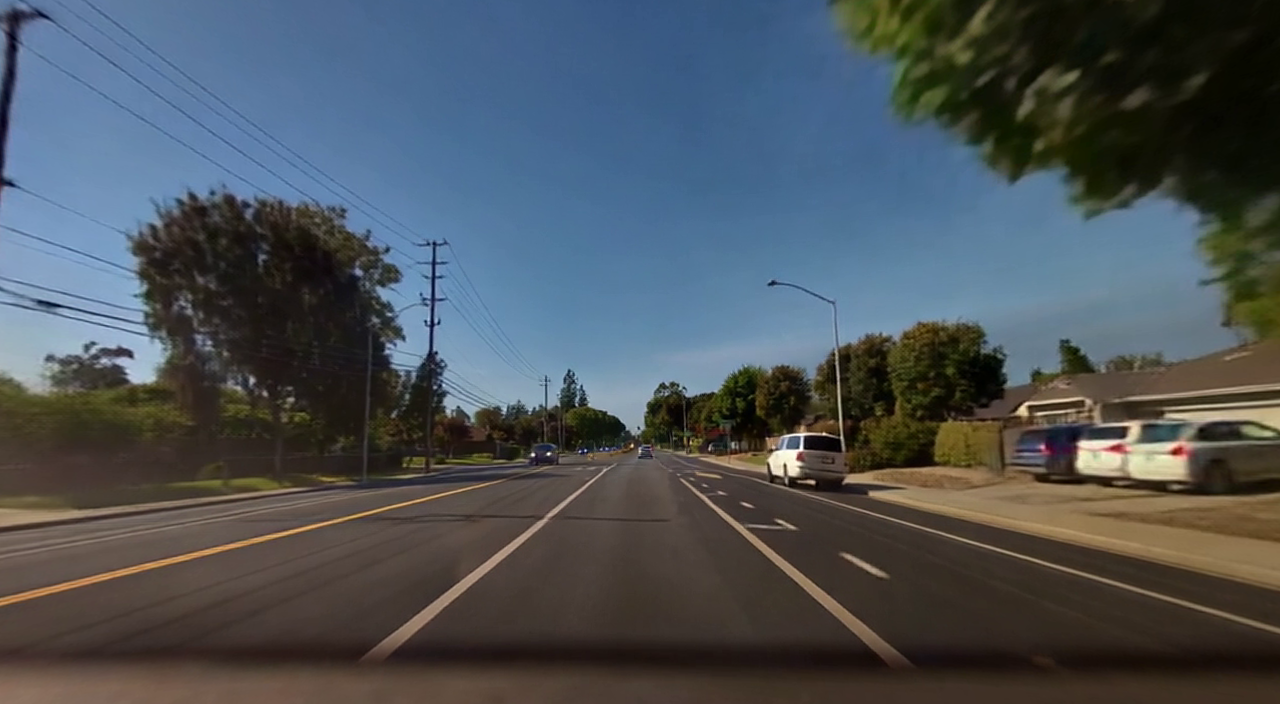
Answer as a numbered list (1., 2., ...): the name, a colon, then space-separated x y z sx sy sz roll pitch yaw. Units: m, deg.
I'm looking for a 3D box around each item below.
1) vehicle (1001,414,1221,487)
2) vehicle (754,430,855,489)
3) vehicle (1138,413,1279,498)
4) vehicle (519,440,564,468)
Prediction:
1. vehicle: 13.284 2.741 17.822 4.981 1.857 2.104 1 -8 -13
2. vehicle: 5.528 3.671 21.862 2.114 1.799 4.960 0 -8 -1
3. vehicle: 13.854 2.175 13.580 4.399 1.663 1.970 -1 -8 0
4. vehicle: -7.165 7.527 46.454 2.325 1.877 5.690 -1 -8 1
